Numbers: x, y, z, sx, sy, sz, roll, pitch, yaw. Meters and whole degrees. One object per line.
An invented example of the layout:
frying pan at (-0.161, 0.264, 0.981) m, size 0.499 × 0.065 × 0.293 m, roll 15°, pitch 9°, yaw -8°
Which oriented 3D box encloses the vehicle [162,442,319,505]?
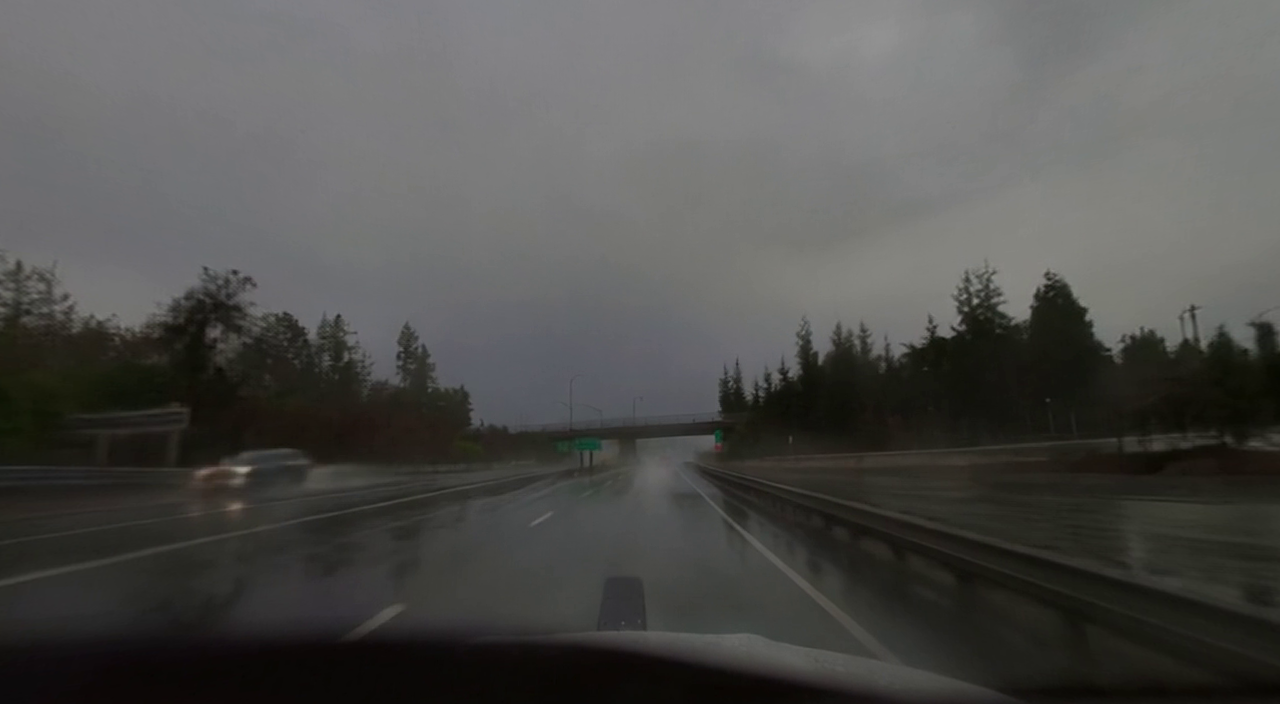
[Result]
vehicle at (-12.097, 3.679, 19.546) m, size 1.981 × 1.676 × 4.508 m, roll 0°, pitch -9°, yaw -2°
